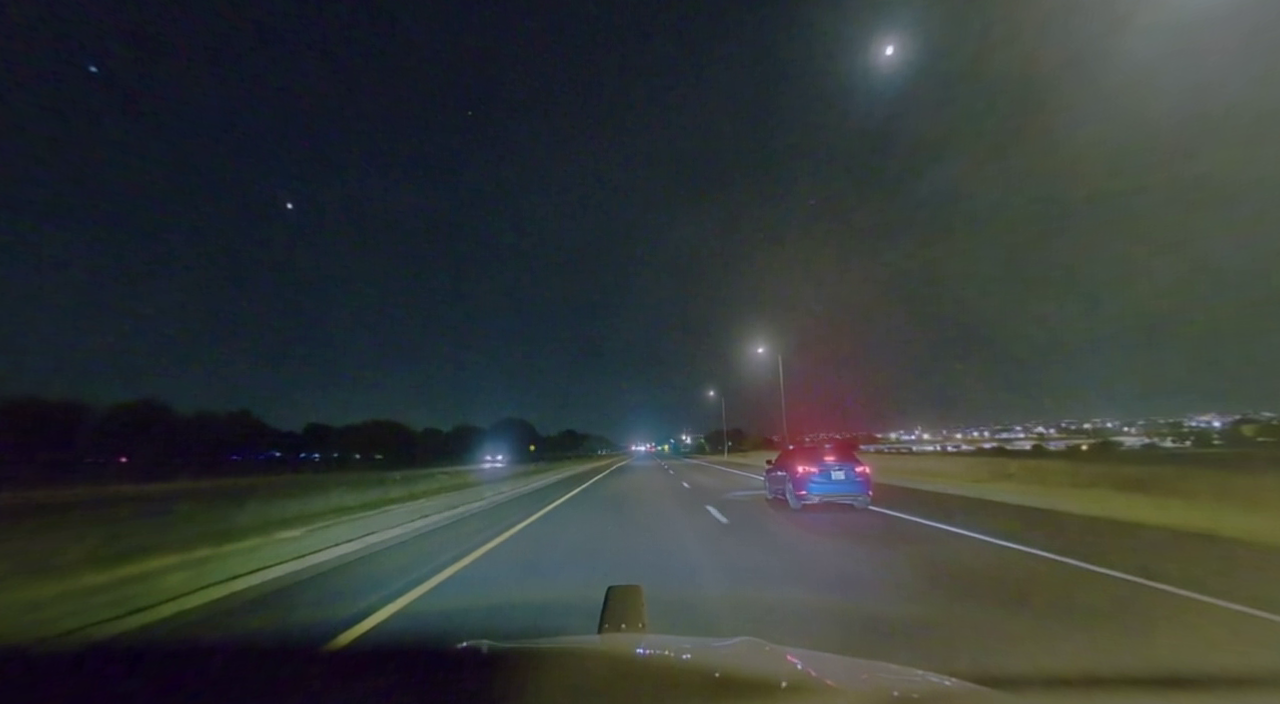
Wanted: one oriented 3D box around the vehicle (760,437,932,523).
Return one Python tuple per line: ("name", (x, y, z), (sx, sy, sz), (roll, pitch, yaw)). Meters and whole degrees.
("vehicle", (4.116, 2.631, 13.629), (2.053, 1.490, 4.799), (0, -8, 0))
